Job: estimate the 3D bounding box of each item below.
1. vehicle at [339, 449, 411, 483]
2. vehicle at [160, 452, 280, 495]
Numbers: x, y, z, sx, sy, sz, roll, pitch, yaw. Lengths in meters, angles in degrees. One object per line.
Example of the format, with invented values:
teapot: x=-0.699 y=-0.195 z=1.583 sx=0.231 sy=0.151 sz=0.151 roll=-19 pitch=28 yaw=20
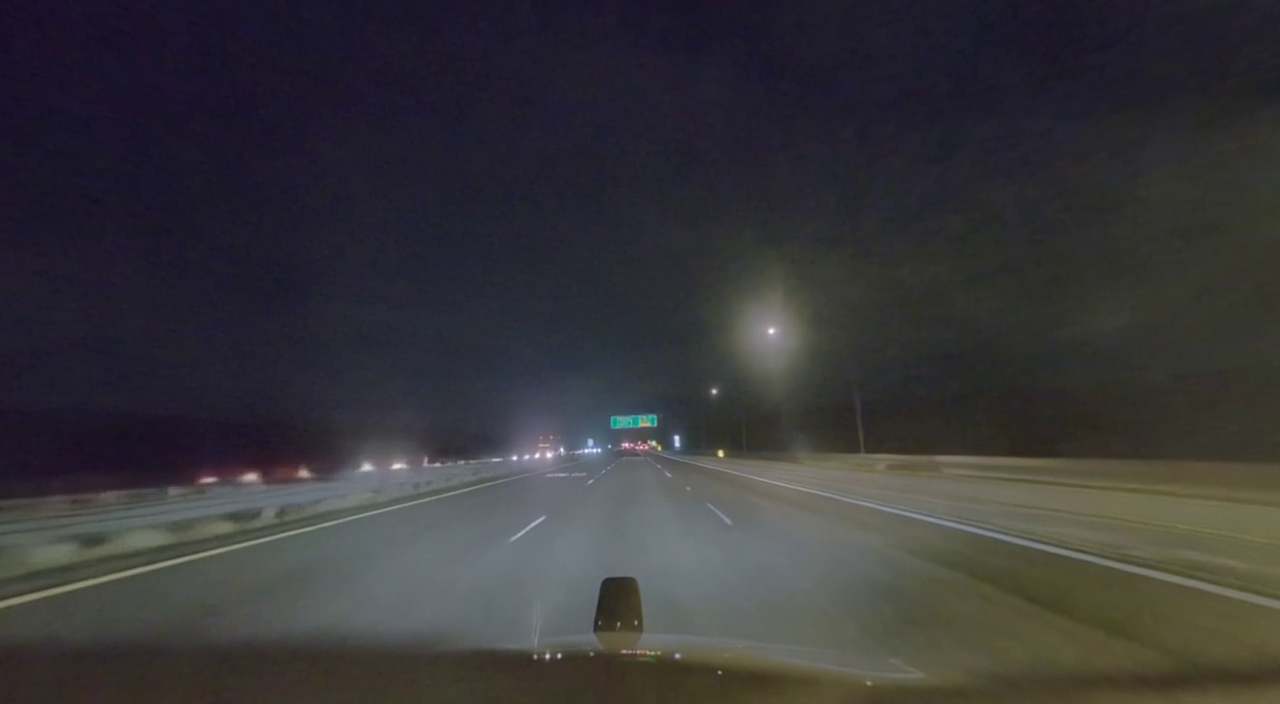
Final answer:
vehicle: x=-12.584 y=5.406 z=30.091 sx=1.852 sy=1.512 sz=3.732 roll=0 pitch=-9 yaw=-1
vehicle: x=-16.802 y=4.827 z=25.433 sx=1.866 sy=1.560 sz=4.266 roll=0 pitch=-9 yaw=0
